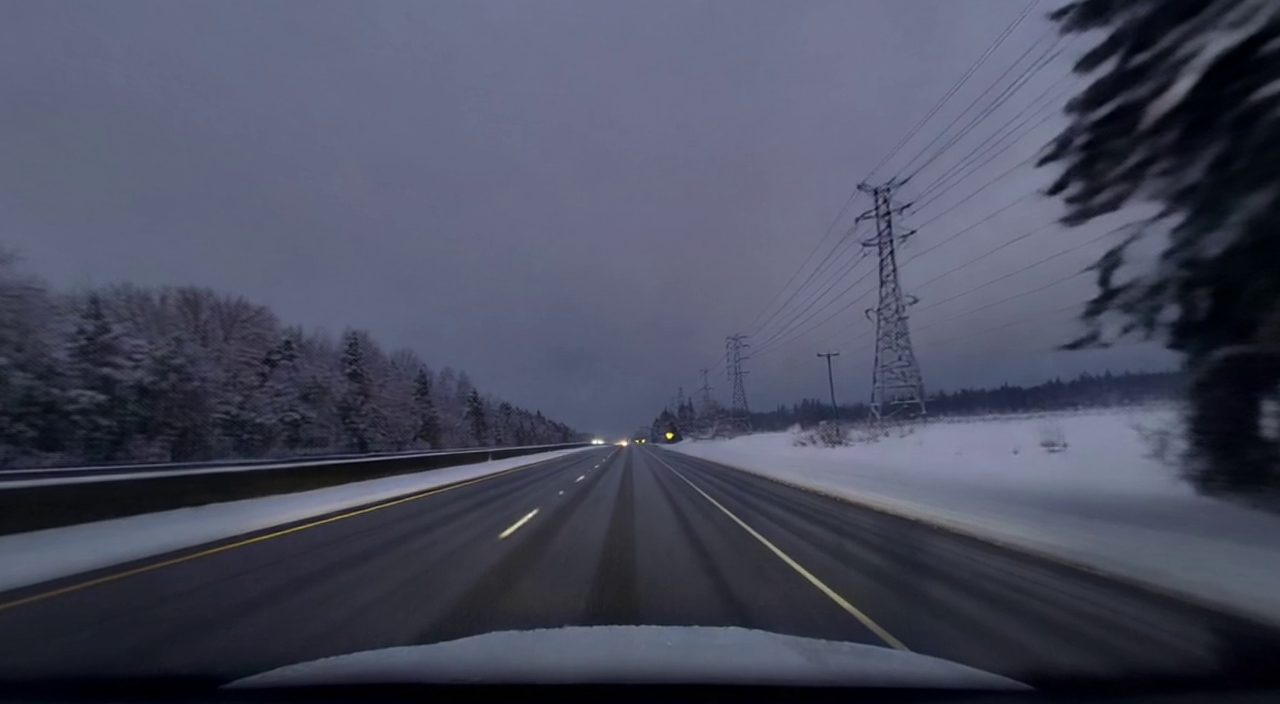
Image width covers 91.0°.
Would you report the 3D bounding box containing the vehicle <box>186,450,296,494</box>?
[{"bbox_3d":[-15.226,4.556,24.258,1.783,1.464,3.739,0,-8,-1],"label":"vehicle"}]
